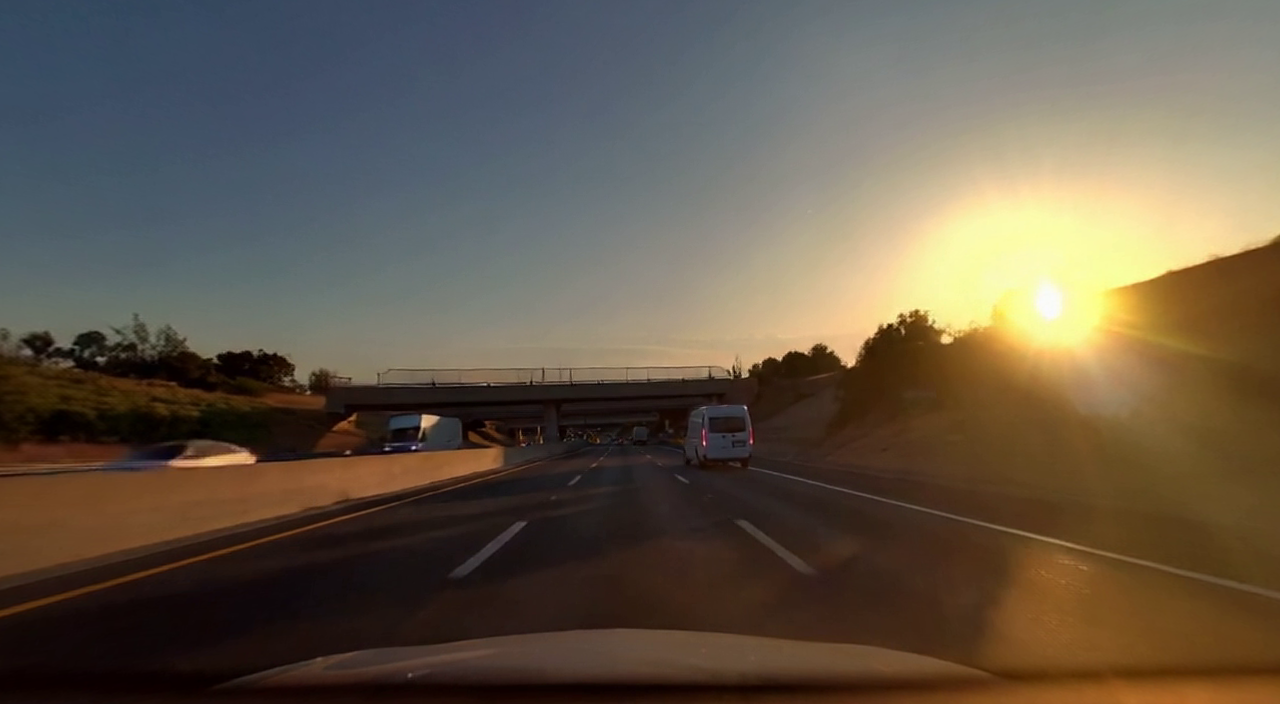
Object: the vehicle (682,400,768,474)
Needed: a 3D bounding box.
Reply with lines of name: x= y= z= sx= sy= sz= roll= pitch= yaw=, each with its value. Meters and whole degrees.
vehicle: x=3.356 y=3.604 z=26.622 sx=2.431 sy=2.667 sz=6.921 roll=0 pitch=-8 yaw=-2
